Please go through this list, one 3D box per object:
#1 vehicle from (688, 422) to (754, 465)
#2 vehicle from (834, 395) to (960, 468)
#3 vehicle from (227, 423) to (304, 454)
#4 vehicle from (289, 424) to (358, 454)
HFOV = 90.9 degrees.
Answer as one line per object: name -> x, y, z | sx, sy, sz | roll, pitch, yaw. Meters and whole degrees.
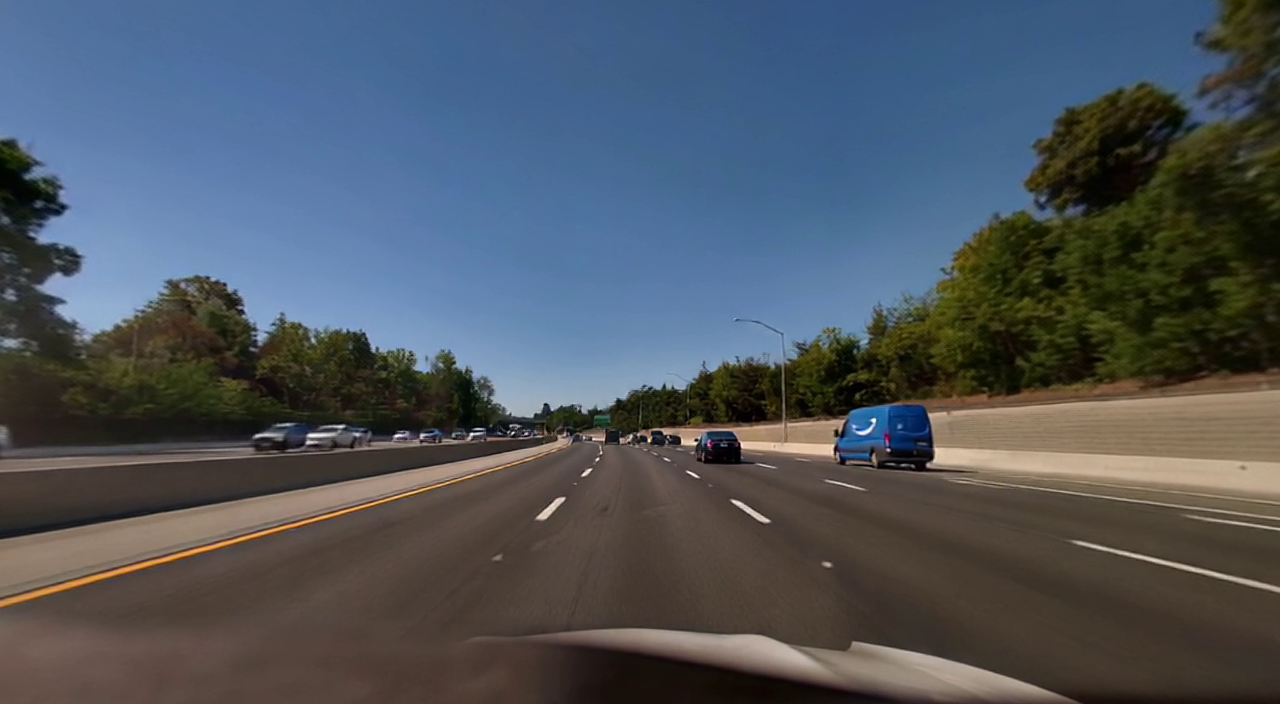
vehicle -> 3.493, 4.074, 28.117 | 2.141, 1.732, 4.279 | 0, -8, -3
vehicle -> 10.997, 3.537, 27.796 | 2.274, 2.802, 6.802 | 0, -8, -4
vehicle -> -22.363, 5.205, 37.917 | 2.015, 1.695, 4.505 | 0, -8, -3
vehicle -> -18.531, 5.124, 37.132 | 1.875, 1.585, 4.514 | 0, -8, -2
